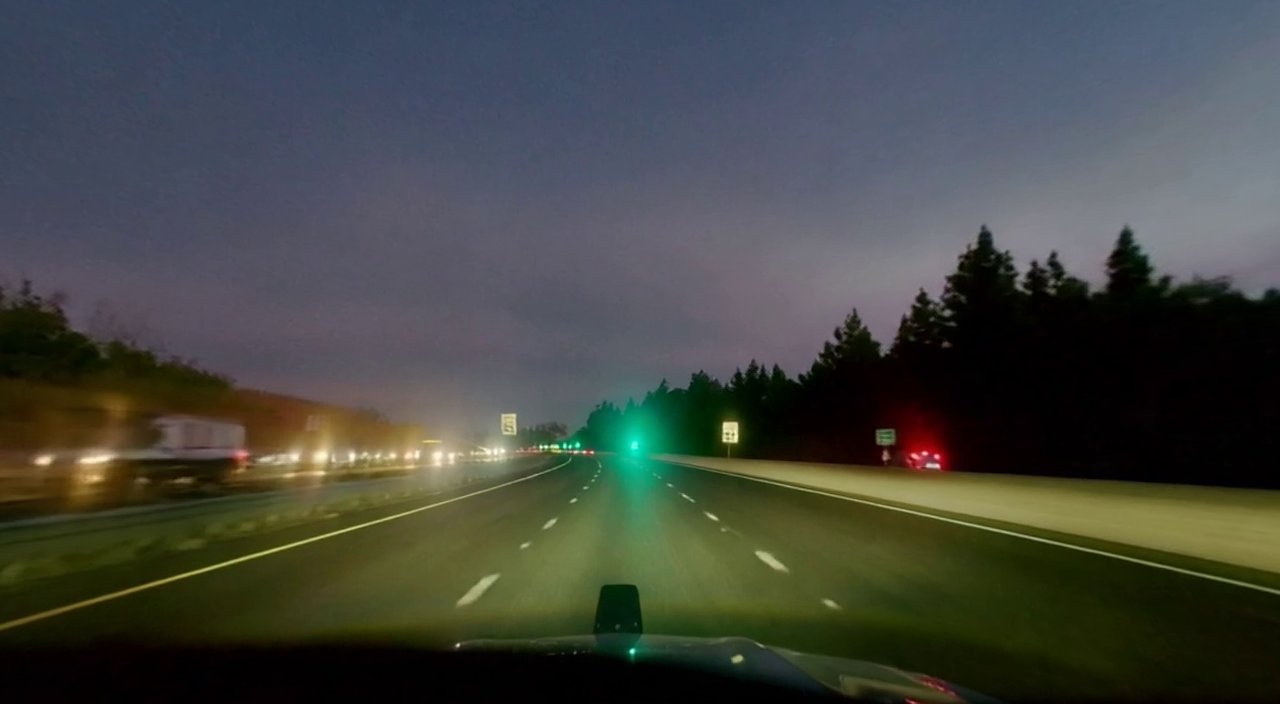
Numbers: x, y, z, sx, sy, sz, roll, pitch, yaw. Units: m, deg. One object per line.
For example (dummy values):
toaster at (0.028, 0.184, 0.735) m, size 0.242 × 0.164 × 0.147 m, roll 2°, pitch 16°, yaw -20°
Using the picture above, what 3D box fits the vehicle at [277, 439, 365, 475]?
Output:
vehicle at (-15.154, 5.020, 30.098) m, size 1.906 × 1.558 × 4.561 m, roll 0°, pitch -9°, yaw -2°

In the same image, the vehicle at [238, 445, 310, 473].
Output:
vehicle at (-20.509, 6.004, 35.325) m, size 1.804 × 1.484 × 3.917 m, roll 0°, pitch -9°, yaw -3°

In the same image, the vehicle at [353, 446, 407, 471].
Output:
vehicle at (-15.989, 6.574, 38.763) m, size 1.750 × 1.437 × 3.997 m, roll 0°, pitch -9°, yaw -3°

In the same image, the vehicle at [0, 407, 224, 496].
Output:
vehicle at (-14.556, 2.763, 17.464) m, size 2.201 × 2.054 × 5.510 m, roll 0°, pitch -9°, yaw -1°

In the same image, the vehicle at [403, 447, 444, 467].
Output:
vehicle at (-16.492, 8.023, 47.980) m, size 1.791 × 1.478 × 4.072 m, roll 0°, pitch -9°, yaw -2°
